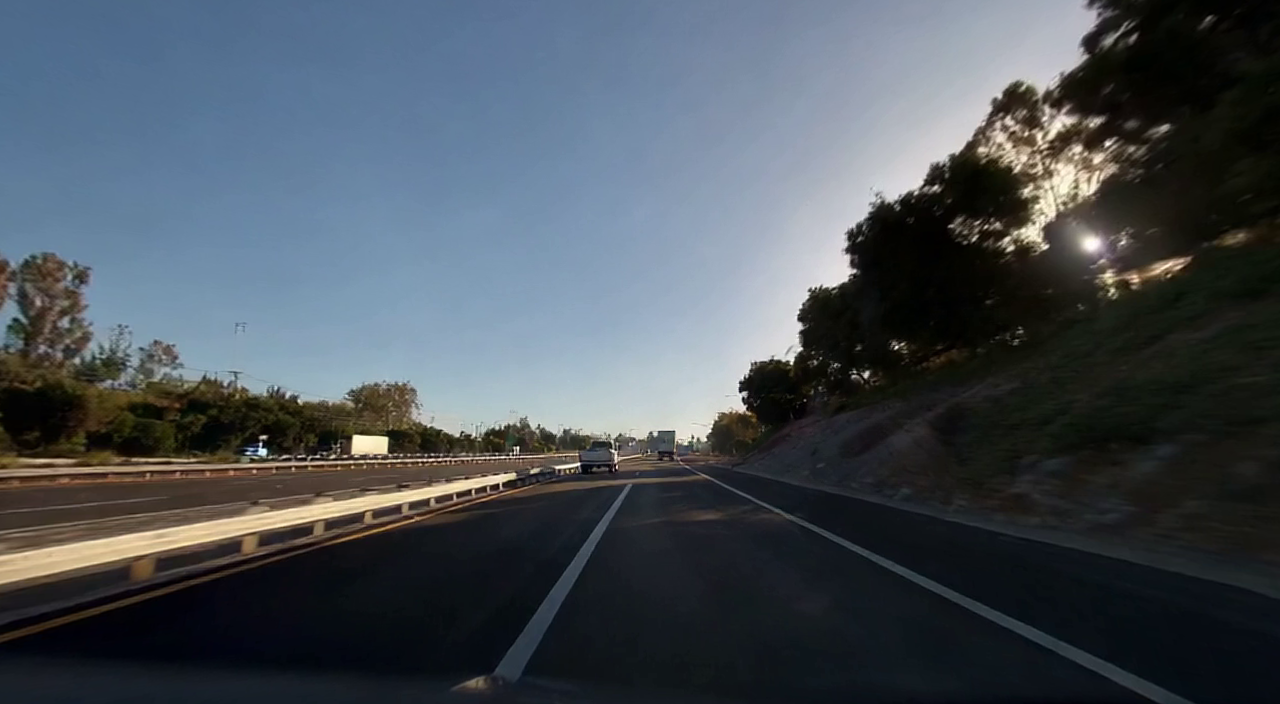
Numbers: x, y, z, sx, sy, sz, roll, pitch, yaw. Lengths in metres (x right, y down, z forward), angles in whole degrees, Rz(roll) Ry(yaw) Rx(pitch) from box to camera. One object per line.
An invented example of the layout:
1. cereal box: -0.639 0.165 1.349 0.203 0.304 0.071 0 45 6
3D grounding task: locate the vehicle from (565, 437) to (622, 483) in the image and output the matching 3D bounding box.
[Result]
1. vehicle: -2.168 5.268 30.888 2.271 2.049 4.894 -1 -9 2
